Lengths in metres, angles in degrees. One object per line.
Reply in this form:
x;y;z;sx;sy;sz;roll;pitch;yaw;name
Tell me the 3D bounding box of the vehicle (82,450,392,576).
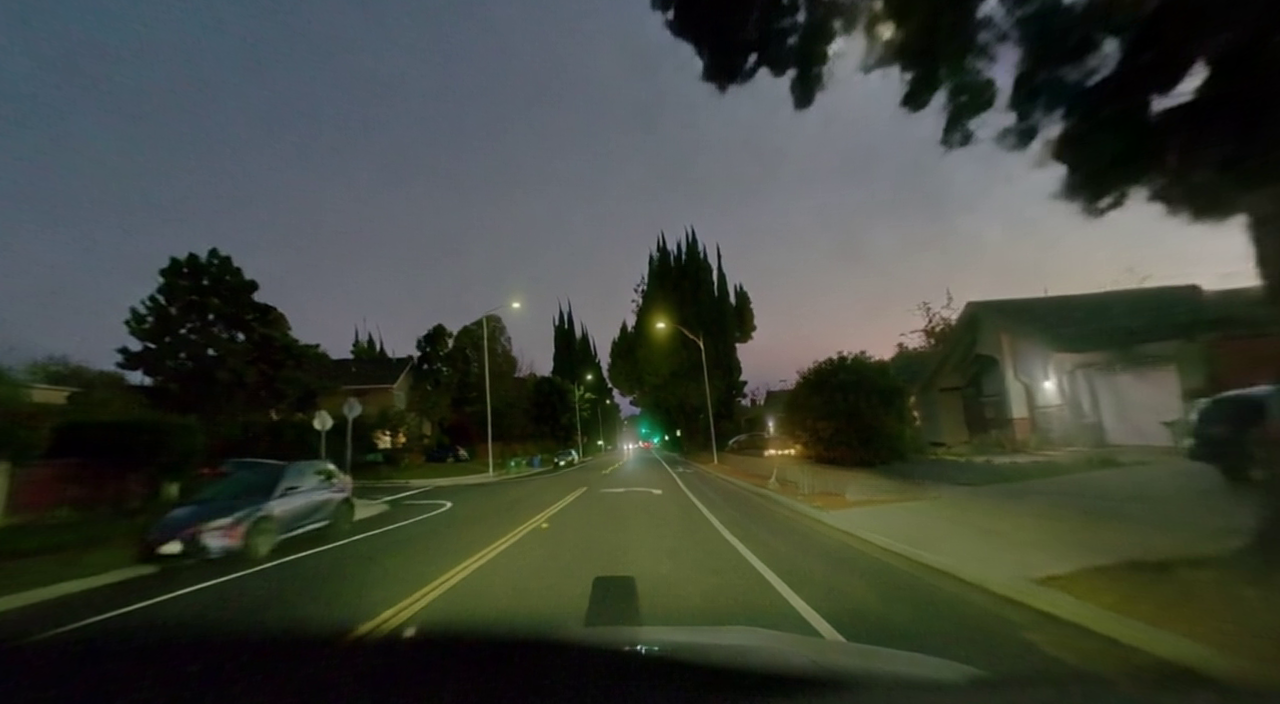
-6.814;2.716;11.790;1.984;1.732;5.628;-1;-9;1;vehicle
